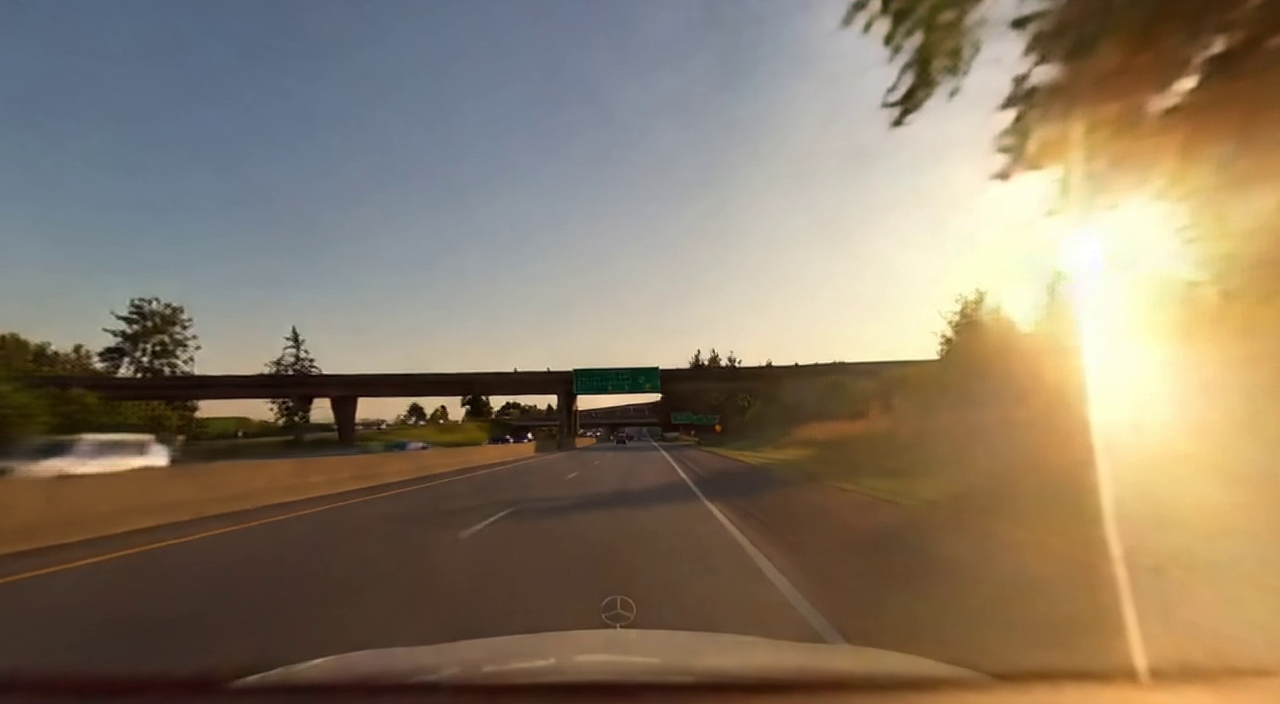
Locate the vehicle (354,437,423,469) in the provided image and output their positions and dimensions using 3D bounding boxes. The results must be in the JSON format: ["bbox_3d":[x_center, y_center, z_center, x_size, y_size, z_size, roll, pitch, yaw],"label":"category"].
[{"bbox_3d":[-11.804,4.740,29.810,1.866,1.380,3.399,0,-8,0],"label":"vehicle"}]

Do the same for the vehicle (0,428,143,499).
[{"bbox_3d":[-15.259,2.675,15.496,2.223,1.560,4.808,0,-8,-1],"label":"vehicle"}]
